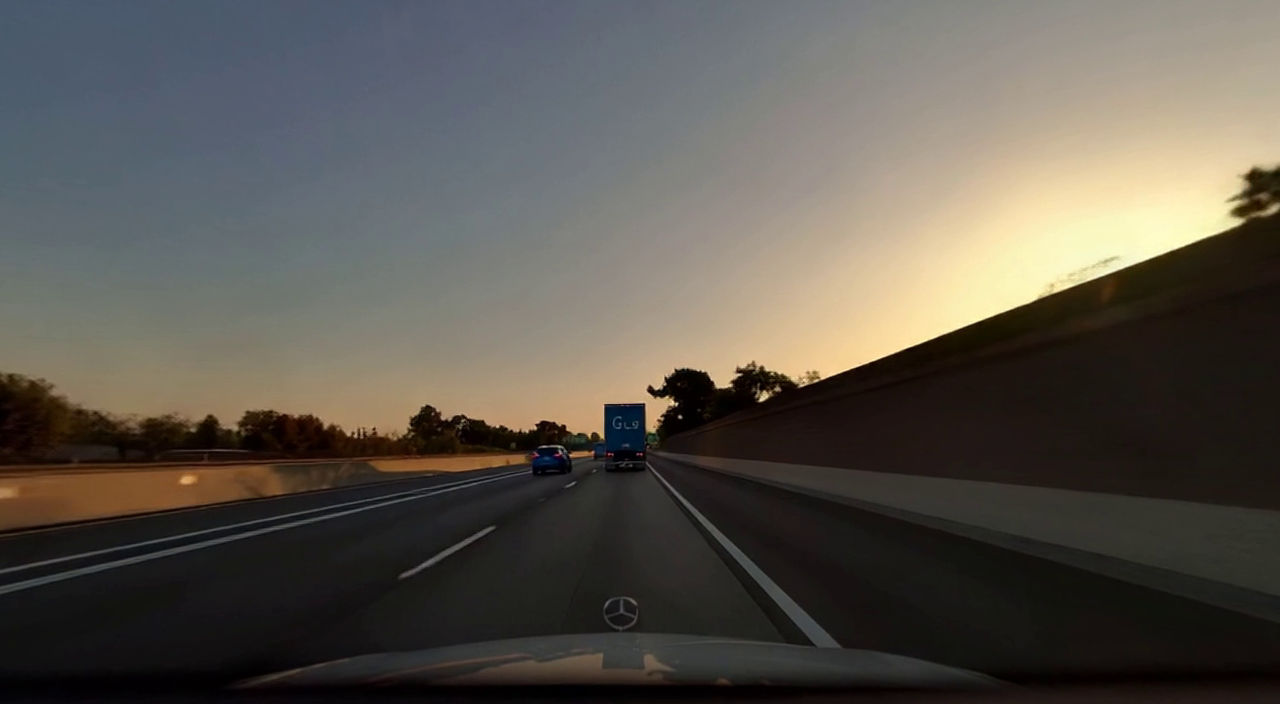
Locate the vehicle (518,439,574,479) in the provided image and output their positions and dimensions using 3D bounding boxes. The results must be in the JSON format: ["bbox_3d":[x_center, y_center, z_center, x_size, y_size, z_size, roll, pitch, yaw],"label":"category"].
[{"bbox_3d":[-4.891,5.694,33.601,2.226,1.935,5.130,0,-9,0],"label":"vehicle"}]

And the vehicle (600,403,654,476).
[{"bbox_3d":[-0.822,5.554,39.437,2.923,4.007,9.760,0,-9,-1],"label":"vehicle"}]
